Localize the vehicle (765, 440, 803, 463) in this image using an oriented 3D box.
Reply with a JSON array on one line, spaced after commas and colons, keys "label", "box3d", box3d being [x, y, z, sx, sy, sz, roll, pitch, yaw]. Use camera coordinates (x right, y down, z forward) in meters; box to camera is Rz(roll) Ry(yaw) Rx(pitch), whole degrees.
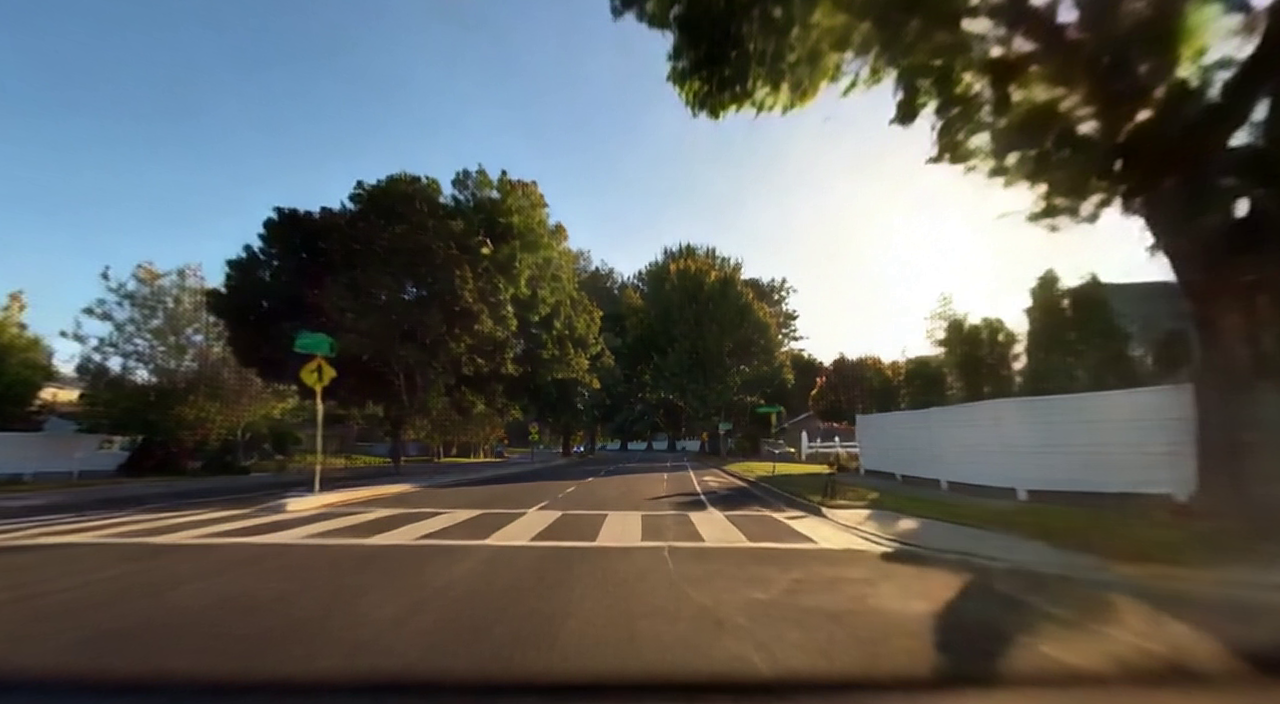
[{"label": "vehicle", "box3d": [11.214, 7.775, 49.563, 1.938, 1.695, 4.296, 0, -9, 0]}]
